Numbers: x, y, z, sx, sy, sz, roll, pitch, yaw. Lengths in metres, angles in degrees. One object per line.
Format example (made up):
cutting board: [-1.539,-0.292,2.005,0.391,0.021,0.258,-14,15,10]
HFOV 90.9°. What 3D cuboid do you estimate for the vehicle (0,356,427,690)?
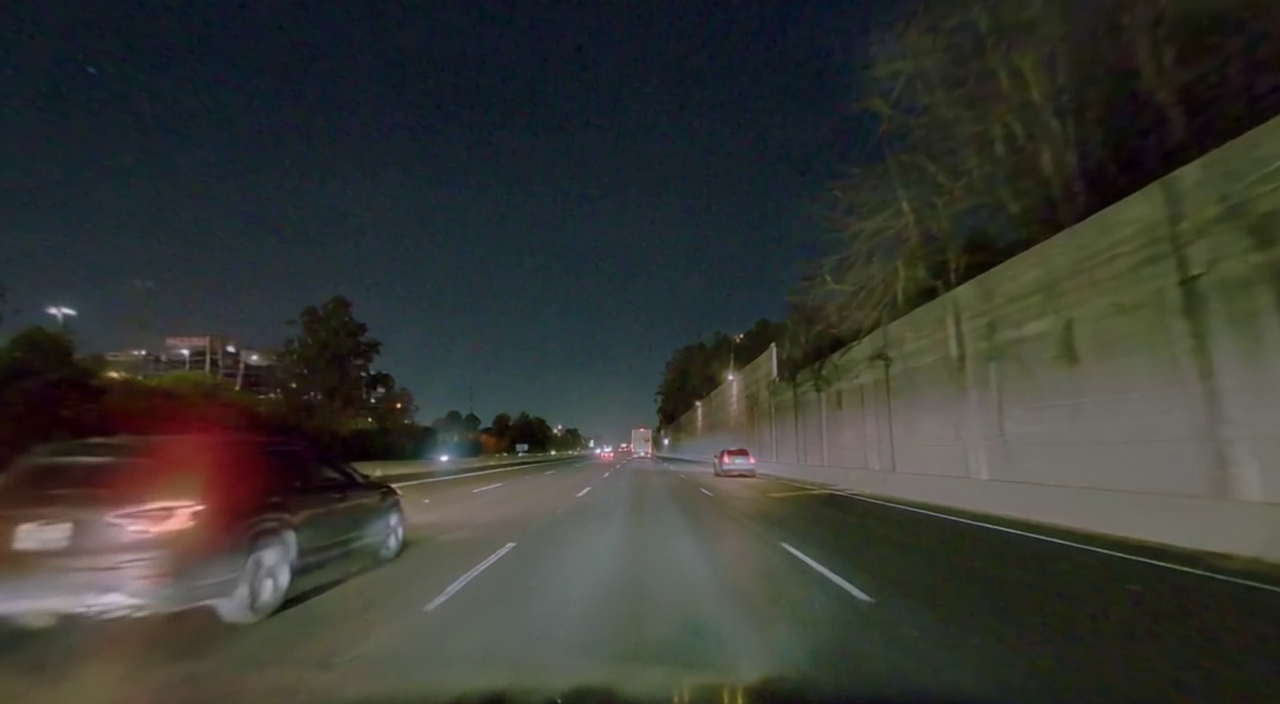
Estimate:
vehicle: [-3.730,1.262,5.688,2.014,1.811,4.369,0,-9,1]

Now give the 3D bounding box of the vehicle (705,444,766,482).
vehicle: [4.178,4.936,28.312,1.973,1.536,4.337,0,-9,-1]
